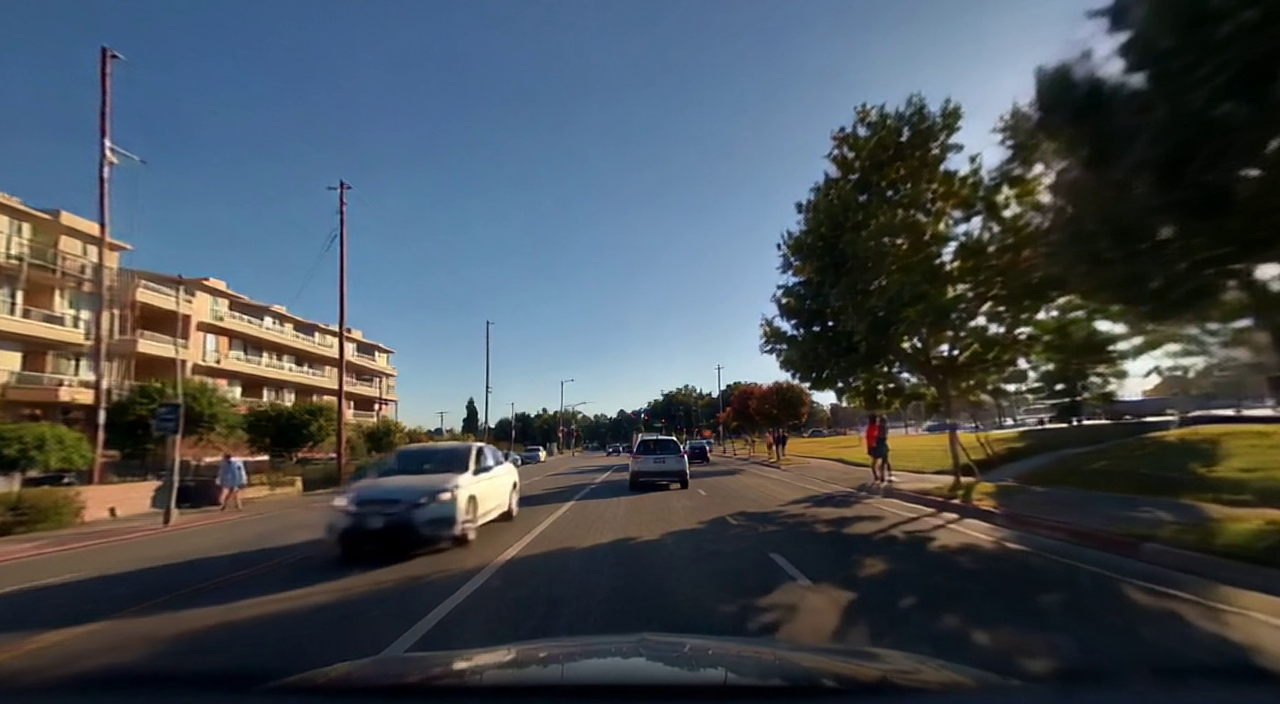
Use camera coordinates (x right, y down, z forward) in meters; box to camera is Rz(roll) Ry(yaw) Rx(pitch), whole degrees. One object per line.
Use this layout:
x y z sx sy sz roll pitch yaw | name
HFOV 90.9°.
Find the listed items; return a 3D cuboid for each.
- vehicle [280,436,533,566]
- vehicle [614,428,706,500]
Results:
-3.040 2.032 9.372 2.104 1.455 4.199 -1 -9 1 | vehicle
0.457 2.908 16.690 2.132 1.632 3.838 0 -9 0 | vehicle
